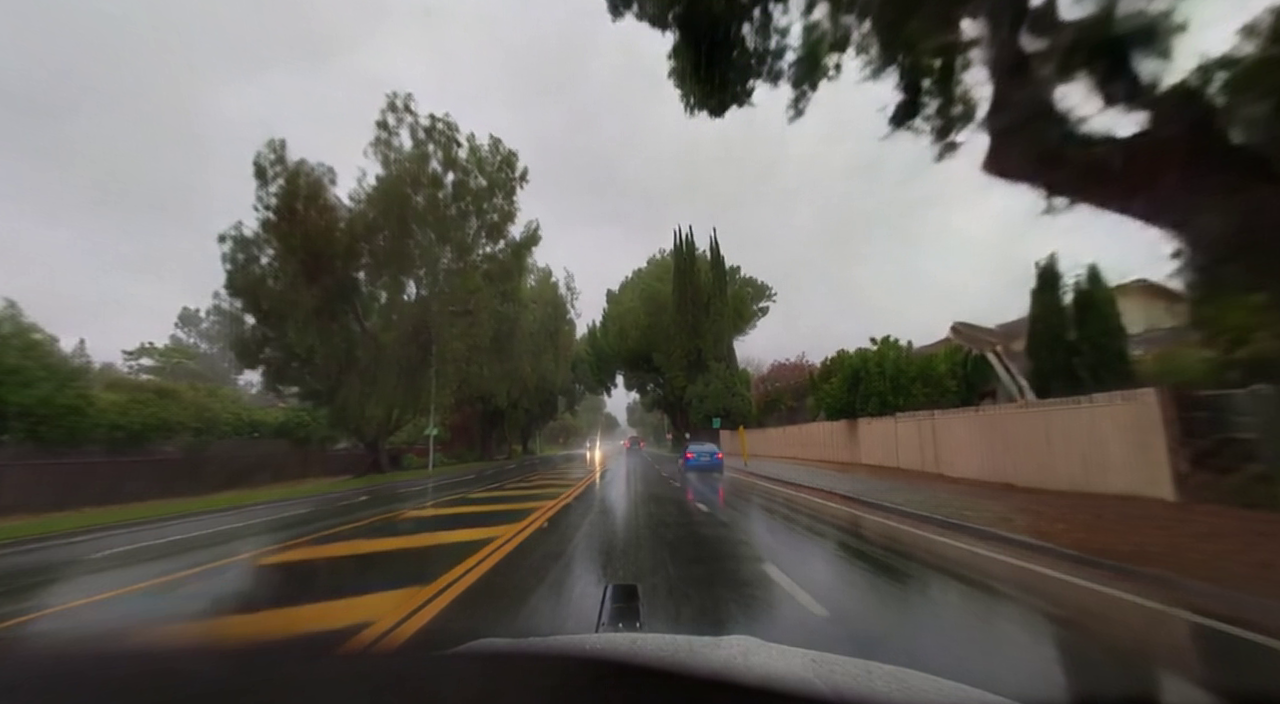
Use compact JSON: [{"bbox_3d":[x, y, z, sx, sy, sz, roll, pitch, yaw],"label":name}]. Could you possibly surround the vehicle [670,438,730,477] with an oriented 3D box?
[{"bbox_3d":[2.415,4.365,26.499,1.991,1.476,4.153,0,-8,-2],"label":"vehicle"}]
